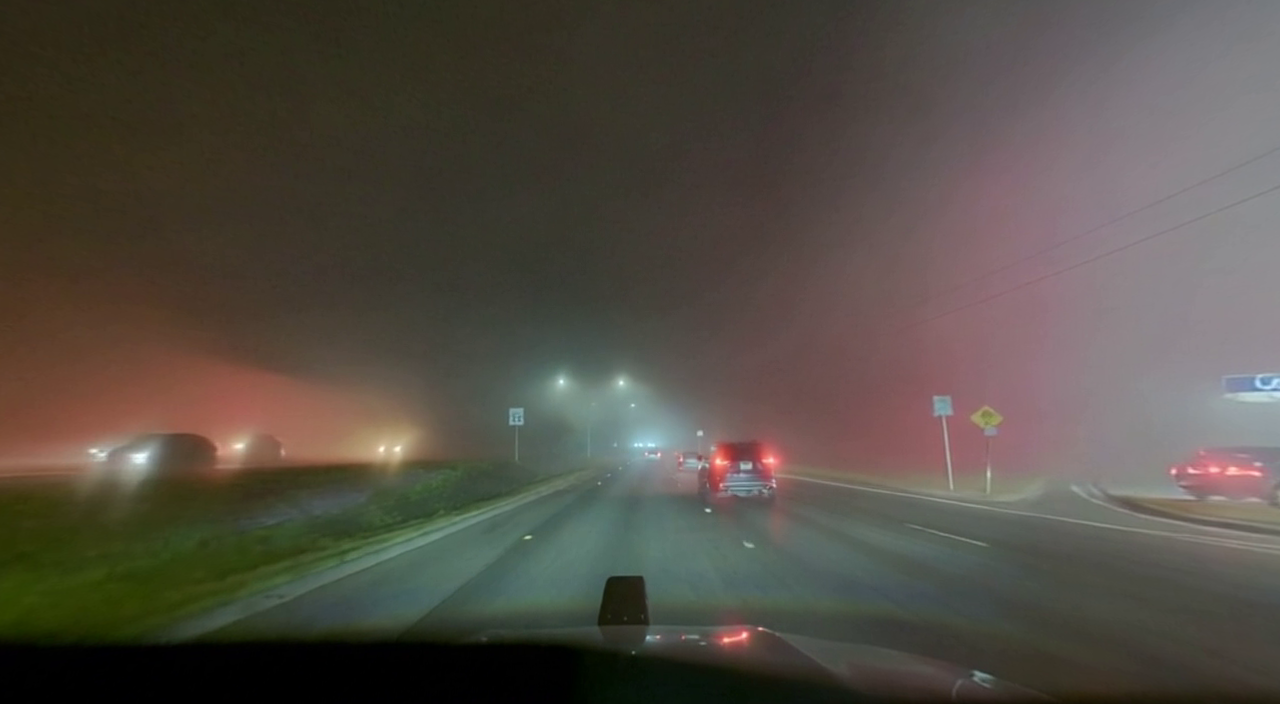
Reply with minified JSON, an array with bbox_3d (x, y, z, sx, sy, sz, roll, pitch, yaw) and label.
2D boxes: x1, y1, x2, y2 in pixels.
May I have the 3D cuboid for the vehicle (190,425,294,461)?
[{"bbox_3d":[-19.488,4.522,31.160,1.941,1.629,4.557,-1,-8,4],"label":"vehicle"}]

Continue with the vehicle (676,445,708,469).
[{"bbox_3d":[3.694,7.510,45.237,2.012,1.612,4.114,0,-8,1],"label":"vehicle"}]

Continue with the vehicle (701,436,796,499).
[{"bbox_3d":[3.329,3.648,20.414,2.184,1.777,4.712,0,-8,-1],"label":"vehicle"}]

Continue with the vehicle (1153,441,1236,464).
[{"bbox_3d":[37.061,6.724,42.133,4.234,1.450,2.000,2,-9,-14],"label":"vehicle"}]

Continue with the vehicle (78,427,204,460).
[{"bbox_3d":[-23.401,4.338,29.830,2.036,1.459,4.574,-1,-8,3],"label":"vehicle"}]
